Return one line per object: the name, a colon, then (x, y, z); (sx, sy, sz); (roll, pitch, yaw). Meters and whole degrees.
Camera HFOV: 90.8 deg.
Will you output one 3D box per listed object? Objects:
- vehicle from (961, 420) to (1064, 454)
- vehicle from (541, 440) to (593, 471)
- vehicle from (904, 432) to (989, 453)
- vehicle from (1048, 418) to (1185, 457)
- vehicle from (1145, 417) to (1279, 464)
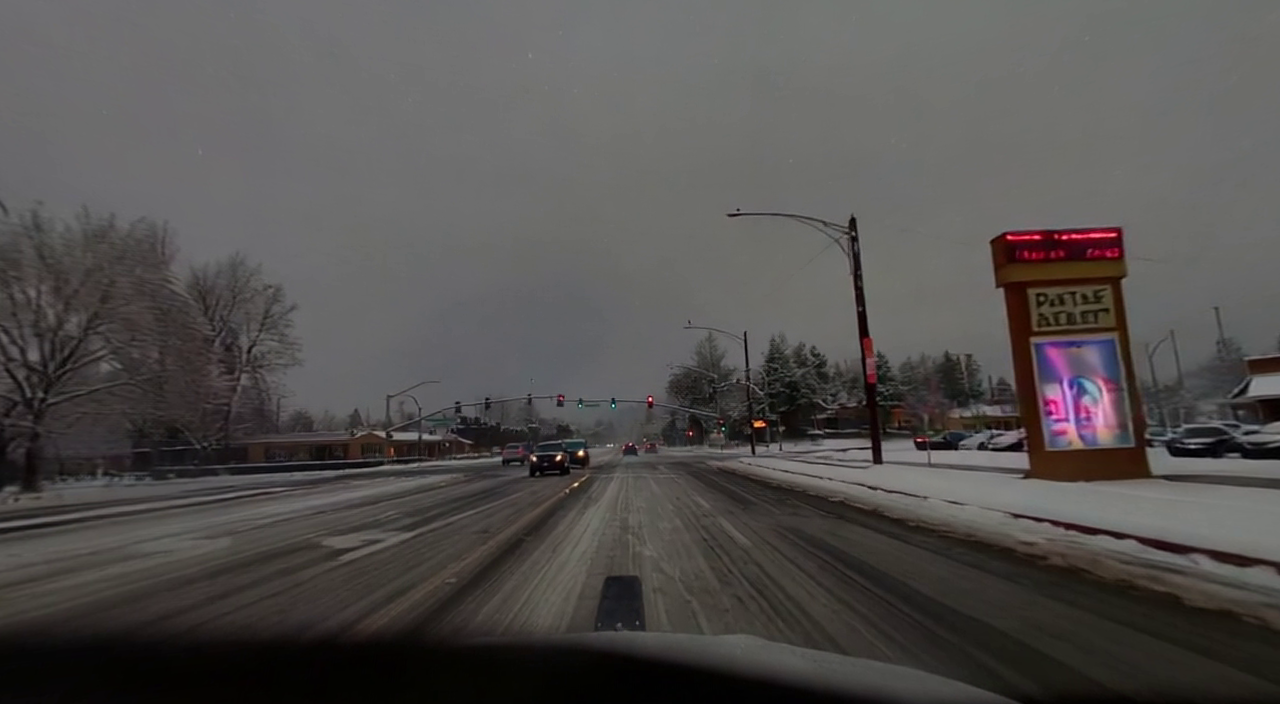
vehicle: (20.899, 4.845, 35.678); (4.753, 1.809, 2.016); (-5, -10, 28)
vehicle: (-3.673, 5.302, 32.476); (2.181, 1.483, 4.123); (0, -9, 0)
vehicle: (22.015, 6.527, 45.469); (5.080, 1.423, 1.919); (-9, -12, 44)
vehicle: (21.632, 3.953, 28.935); (4.600, 1.677, 1.980); (-5, -10, 26)
vehicle: (21.449, 3.206, 22.869); (4.505, 1.584, 2.015); (-5, -10, 27)
